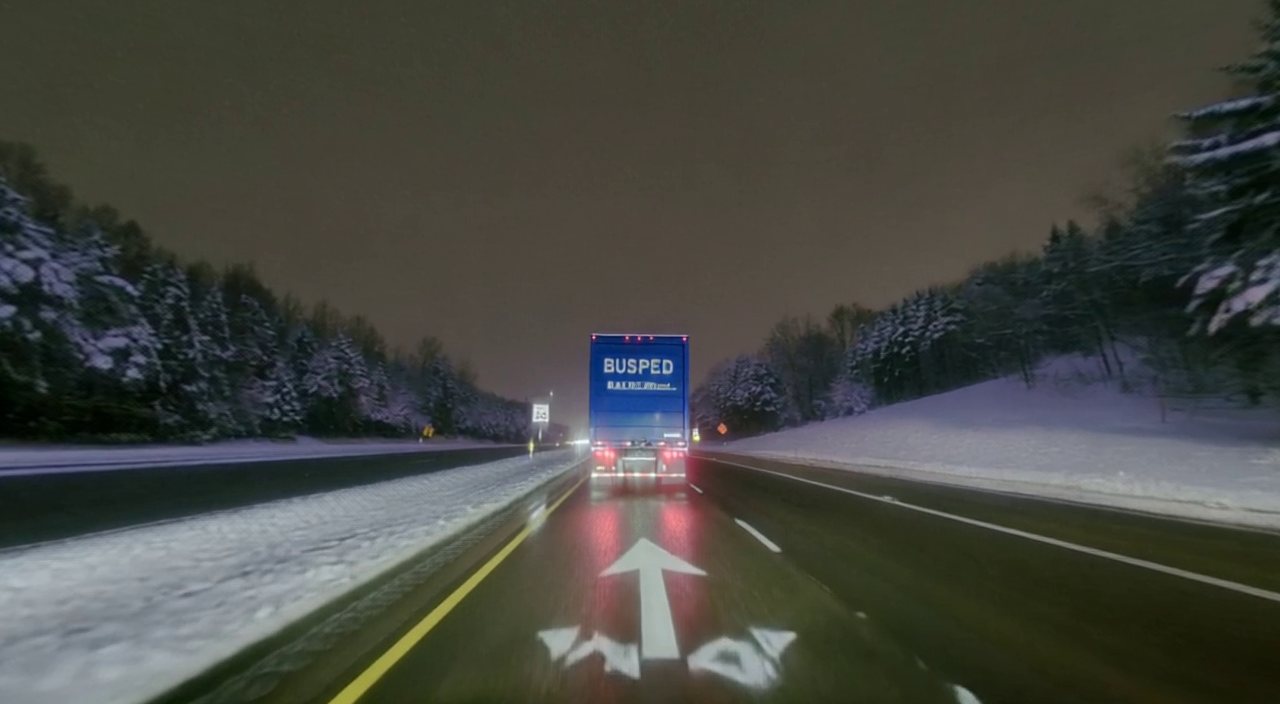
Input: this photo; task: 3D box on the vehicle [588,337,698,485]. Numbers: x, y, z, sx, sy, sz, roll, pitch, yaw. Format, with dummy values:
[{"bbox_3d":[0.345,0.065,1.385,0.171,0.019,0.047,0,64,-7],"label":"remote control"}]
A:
[{"bbox_3d":[-0.043,2.129,20.937,2.870,3.911,8.697,0,-8,-2],"label":"vehicle"}]
